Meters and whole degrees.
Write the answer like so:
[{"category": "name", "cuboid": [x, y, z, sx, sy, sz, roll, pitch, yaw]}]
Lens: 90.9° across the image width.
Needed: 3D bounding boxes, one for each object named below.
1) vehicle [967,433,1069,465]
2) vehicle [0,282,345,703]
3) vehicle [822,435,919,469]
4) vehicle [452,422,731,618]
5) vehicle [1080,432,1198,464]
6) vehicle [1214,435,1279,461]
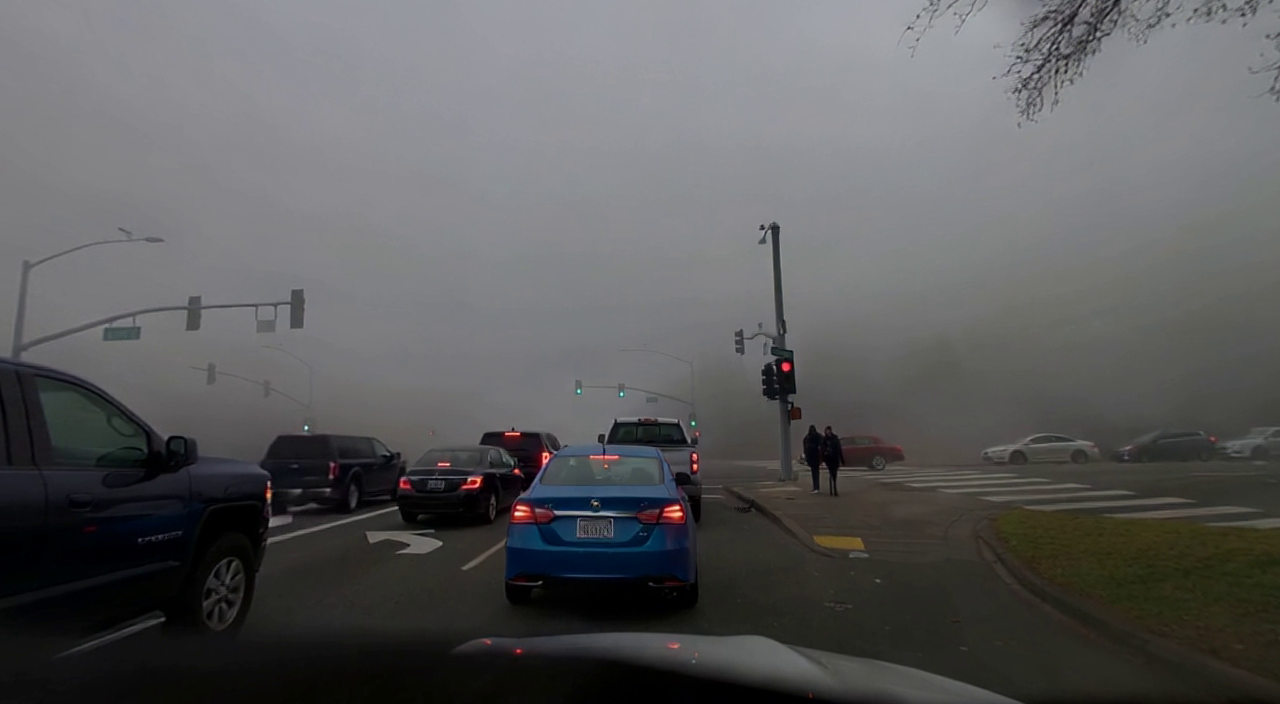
[{"category": "vehicle", "cuboid": [21.946, 5.647, 36.719, 4.529, 1.786, 2.110, 0, -9, 2]}, {"category": "vehicle", "cuboid": [-3.685, 0.751, 2.825, 2.202, 1.961, 4.980, 0, -9, 1]}, {"category": "vehicle", "cuboid": [12.211, 5.332, 33.626, 4.394, 1.724, 1.886, 0, -9, 1]}, {"category": "vehicle", "cuboid": [-0.379, 1.631, 7.149, 2.144, 1.497, 4.446, 0, -9, 0]}, {"category": "vehicle", "cuboid": [28.959, 5.574, 36.708, 4.967, 1.794, 2.044, 0, -9, 2]}, {"category": "vehicle", "cuboid": [36.267, 5.503, 36.151, 4.643, 1.464, 1.840, -1, -9, 3]}]
